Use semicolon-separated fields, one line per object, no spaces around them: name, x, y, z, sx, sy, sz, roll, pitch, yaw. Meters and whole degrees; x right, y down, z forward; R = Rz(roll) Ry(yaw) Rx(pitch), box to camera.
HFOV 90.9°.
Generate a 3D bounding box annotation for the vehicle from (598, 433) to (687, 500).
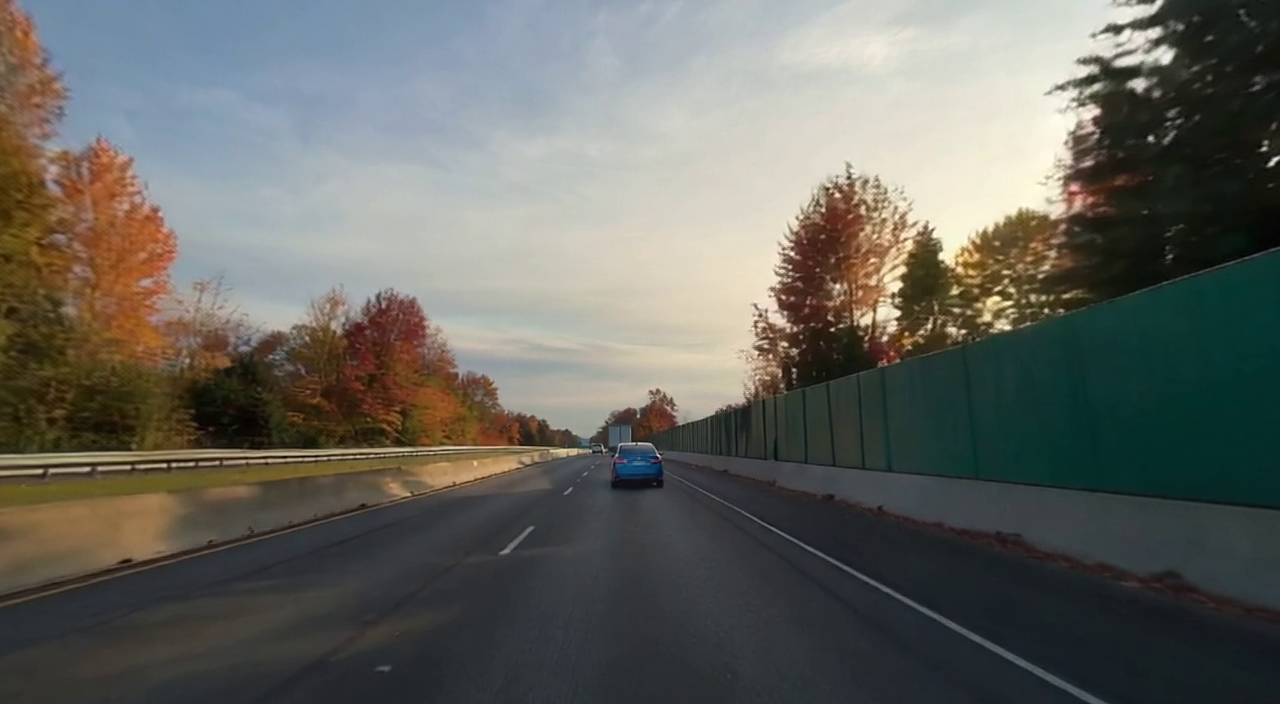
vehicle;-0.040;2.941;16.597;2.057;1.516;4.065;1;-8;-3
